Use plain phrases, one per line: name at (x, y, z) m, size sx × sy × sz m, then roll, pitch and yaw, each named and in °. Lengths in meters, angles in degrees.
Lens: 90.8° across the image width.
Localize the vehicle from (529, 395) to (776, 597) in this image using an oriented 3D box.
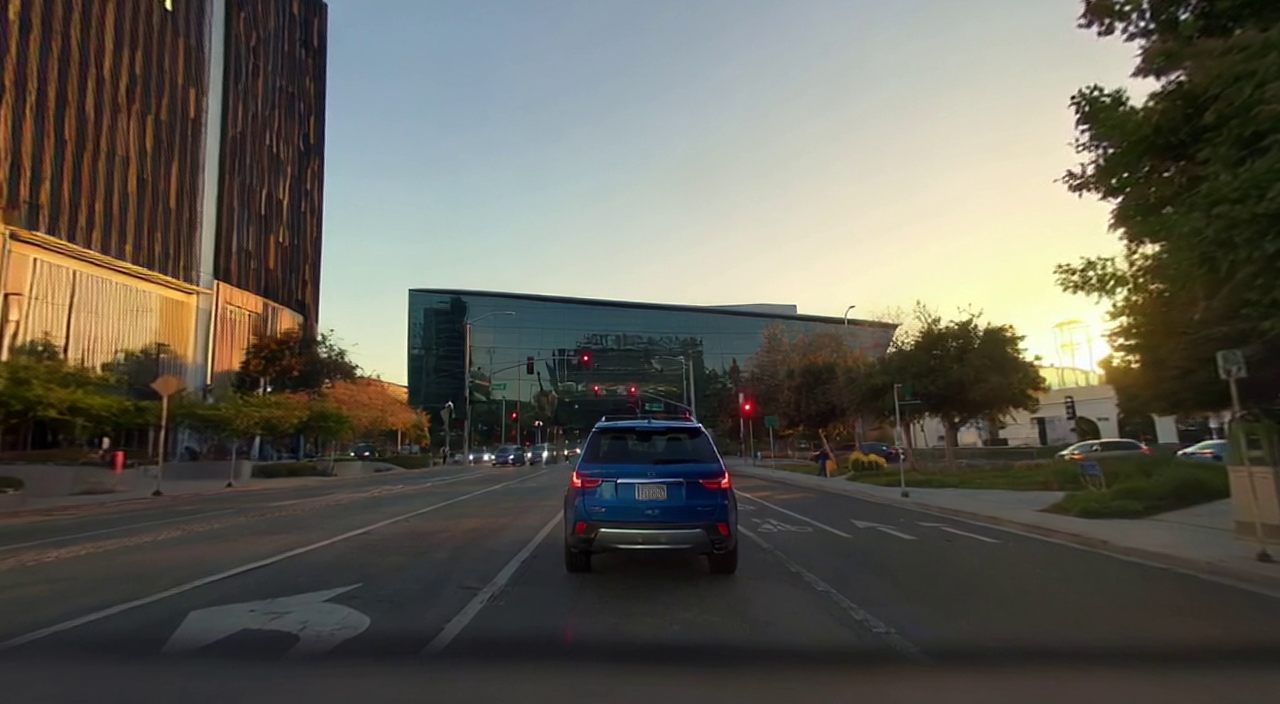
vehicle at (0.010, 1.573, 7.701) m, size 2.183 × 1.765 × 4.059 m, roll 0°, pitch -9°, yaw -3°

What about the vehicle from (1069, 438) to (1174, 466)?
vehicle at (28.993, 6.030, 38.162) m, size 4.571 × 1.558 × 2.171 m, roll 0°, pitch -9°, yaw -2°

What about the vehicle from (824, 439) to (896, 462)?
vehicle at (15.661, 7.014, 45.105) m, size 4.422 × 1.563 × 1.751 m, roll 0°, pitch -8°, yaw -1°
